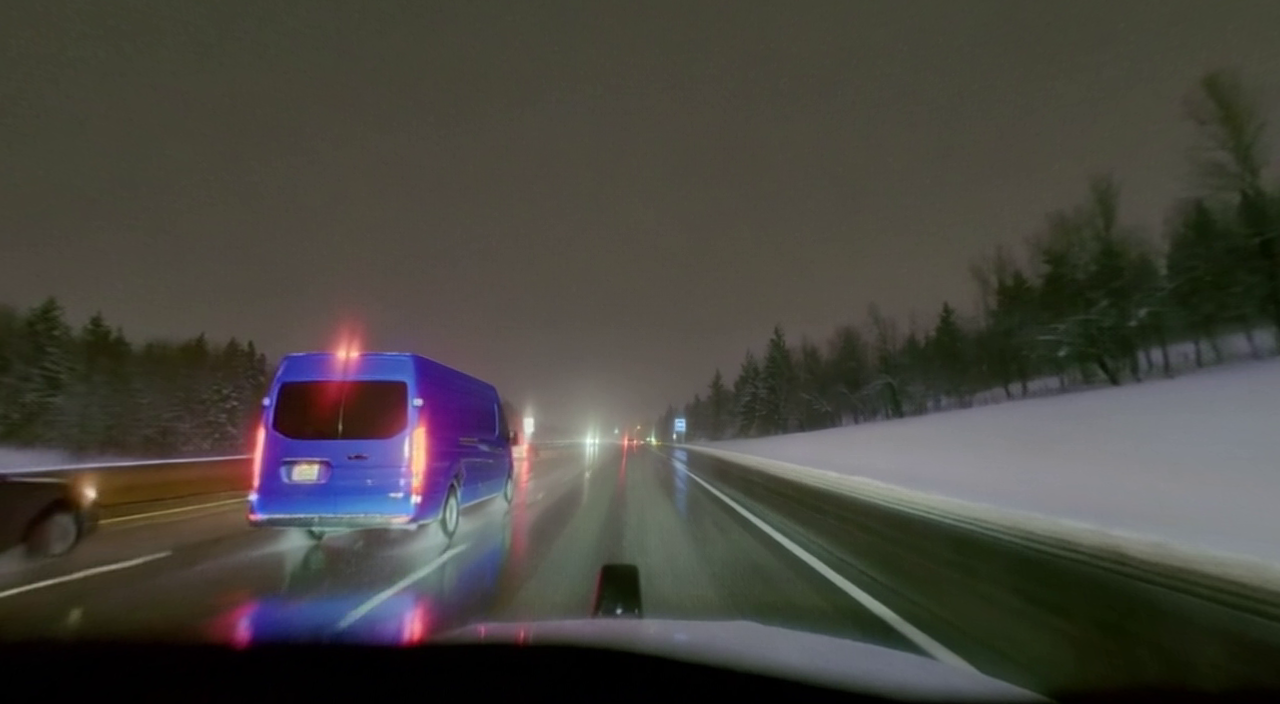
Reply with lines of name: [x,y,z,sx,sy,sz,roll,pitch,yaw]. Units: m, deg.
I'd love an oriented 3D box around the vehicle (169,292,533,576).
vehicle: [-3.432,1.258,9.880,2.428,2.782,7.330,0,-8,-2]
